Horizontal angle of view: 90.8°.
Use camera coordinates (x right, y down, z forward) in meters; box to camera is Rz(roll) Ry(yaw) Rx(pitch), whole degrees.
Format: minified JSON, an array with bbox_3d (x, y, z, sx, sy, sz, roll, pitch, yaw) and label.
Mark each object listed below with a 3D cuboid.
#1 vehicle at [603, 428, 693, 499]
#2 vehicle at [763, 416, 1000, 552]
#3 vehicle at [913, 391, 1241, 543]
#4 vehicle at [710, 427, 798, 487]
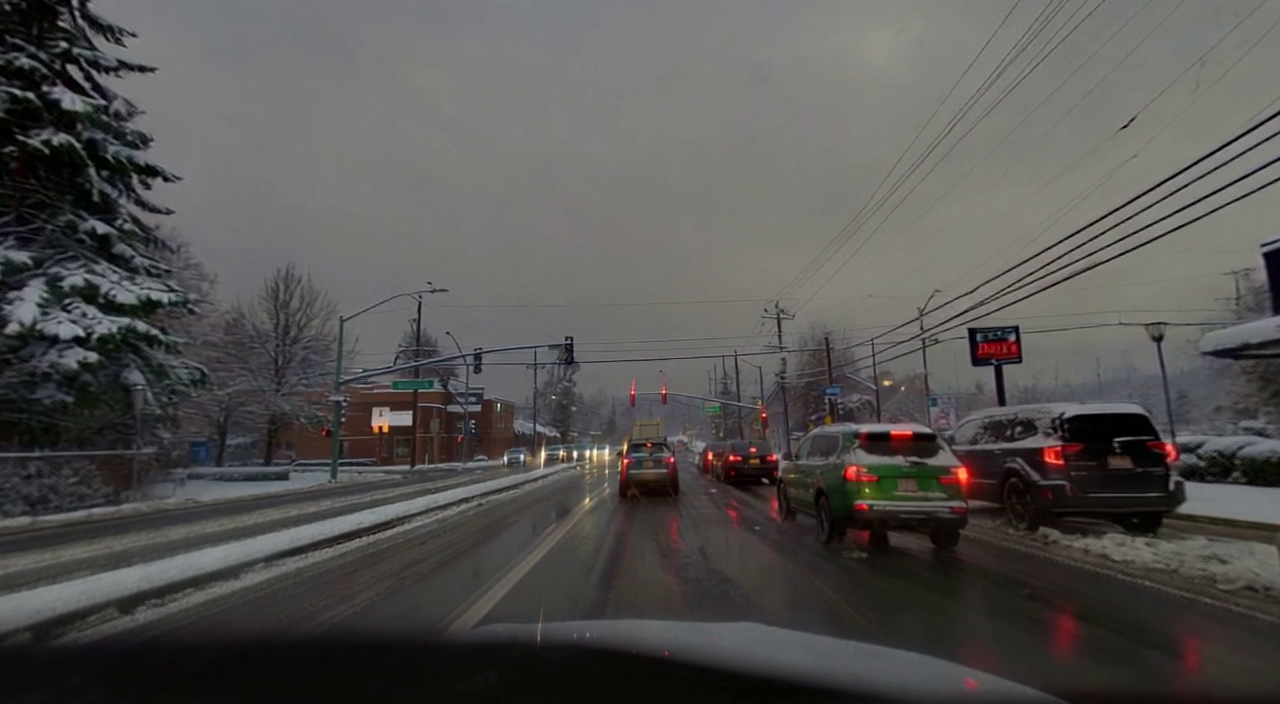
[{"bbox_3d":[0.197,2.987,17.234,2.149,1.668,3.962,0,-9,0],"label":"vehicle"},{"bbox_3d":[3.328,1.910,9.812,1.998,1.620,4.267,0,-9,0],"label":"vehicle"},{"bbox_3d":[6.687,1.833,10.575,2.080,1.958,4.653,0,-9,-1],"label":"vehicle"},{"bbox_3d":[3.711,3.547,21.548,2.060,1.789,4.712,0,-9,-1],"label":"vehicle"}]
